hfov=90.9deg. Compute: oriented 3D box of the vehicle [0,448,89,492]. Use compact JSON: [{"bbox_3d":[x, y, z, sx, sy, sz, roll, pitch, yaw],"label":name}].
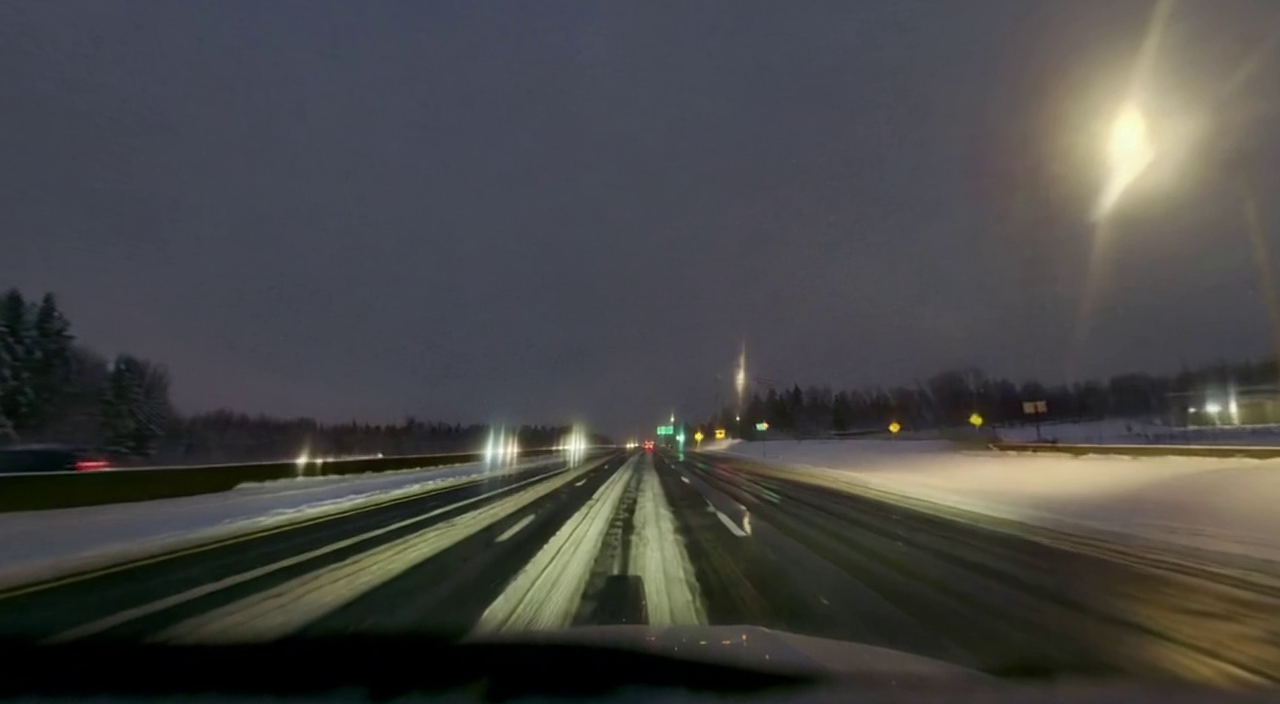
[{"bbox_3d":[-26.917,4.985,26.887,1.972,1.727,5.254,0,-8,1],"label":"vehicle"}]
